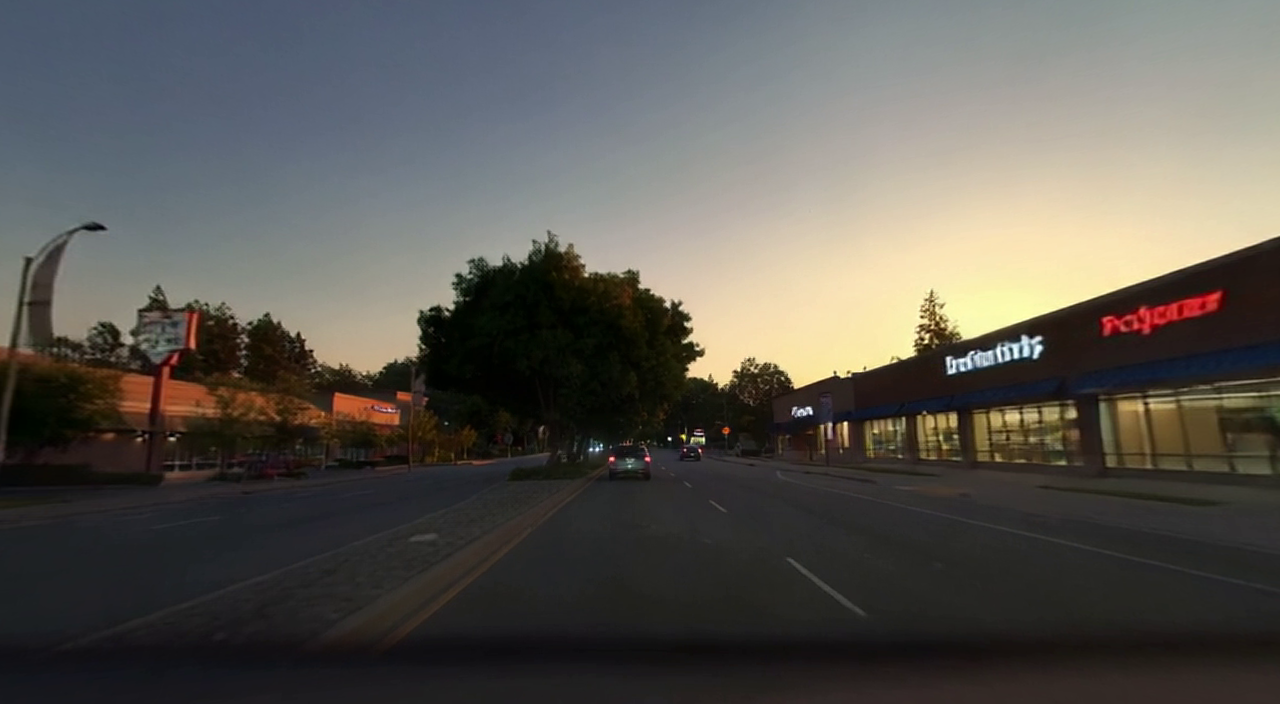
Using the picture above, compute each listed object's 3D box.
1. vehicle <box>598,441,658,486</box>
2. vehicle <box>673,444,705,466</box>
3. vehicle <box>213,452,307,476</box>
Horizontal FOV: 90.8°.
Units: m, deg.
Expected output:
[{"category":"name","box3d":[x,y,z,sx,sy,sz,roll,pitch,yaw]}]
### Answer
[{"category":"vehicle","box3d":[-0.413,4.027,23.031,2.006,1.487,3.535,0,-9,-1]},{"category":"vehicle","box3d":[3.513,7.484,45.922,1.910,1.474,4.003,0,-9,-1]},{"category":"vehicle","box3d":[-23.215,6.836,38.704,4.472,1.412,1.891,0,-9,-3]}]
